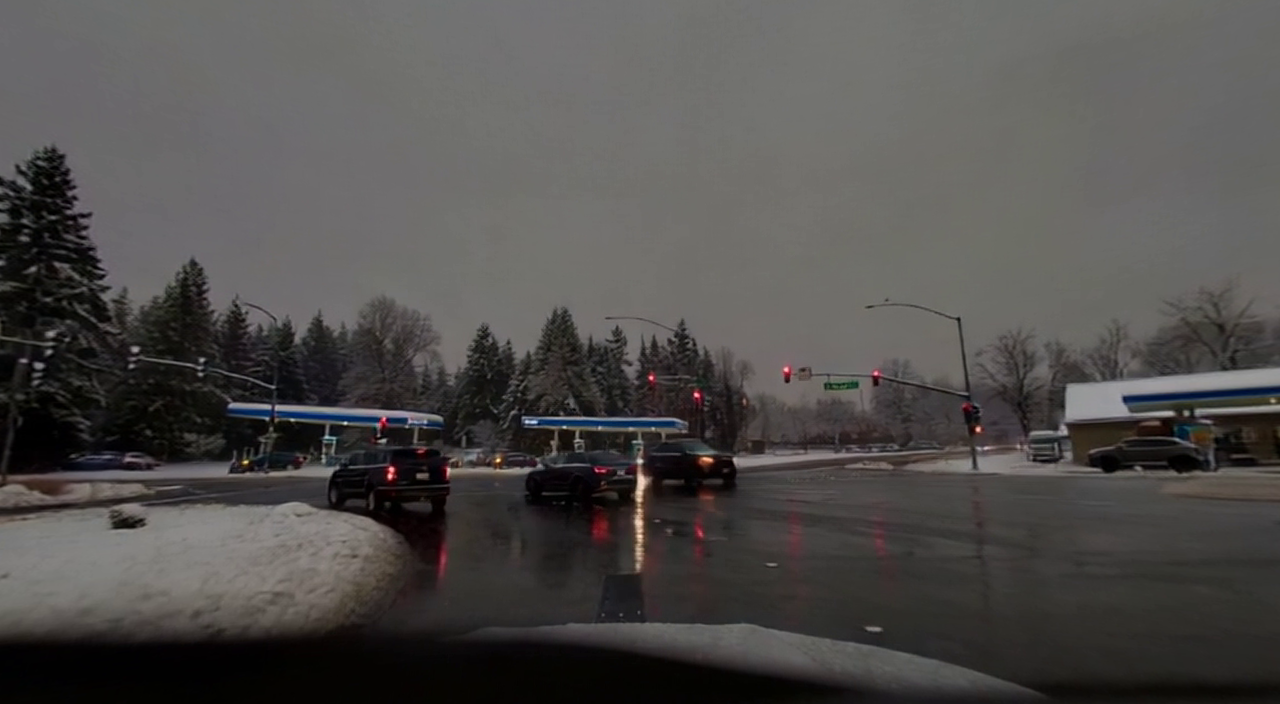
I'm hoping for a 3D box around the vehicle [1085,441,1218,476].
[{"bbox_3d":[27.250,5.689,33.899,4.952,1.745,2.184,-3,-9,17],"label":"vehicle"}]

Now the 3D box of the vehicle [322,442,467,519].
[{"bbox_3d":[-6.798,3.364,17.177,2.351,1.733,4.616,6,-10,-38],"label":"vehicle"}]

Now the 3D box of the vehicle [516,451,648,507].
[{"bbox_3d":[-1.872,3.719,19.052,1.965,1.460,4.581,6,-11,-34],"label":"vehicle"}]

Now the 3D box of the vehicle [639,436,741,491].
[{"bbox_3d":[1.727,4.136,23.694,2.016,1.828,4.503,3,-10,-21],"label":"vehicle"}]
